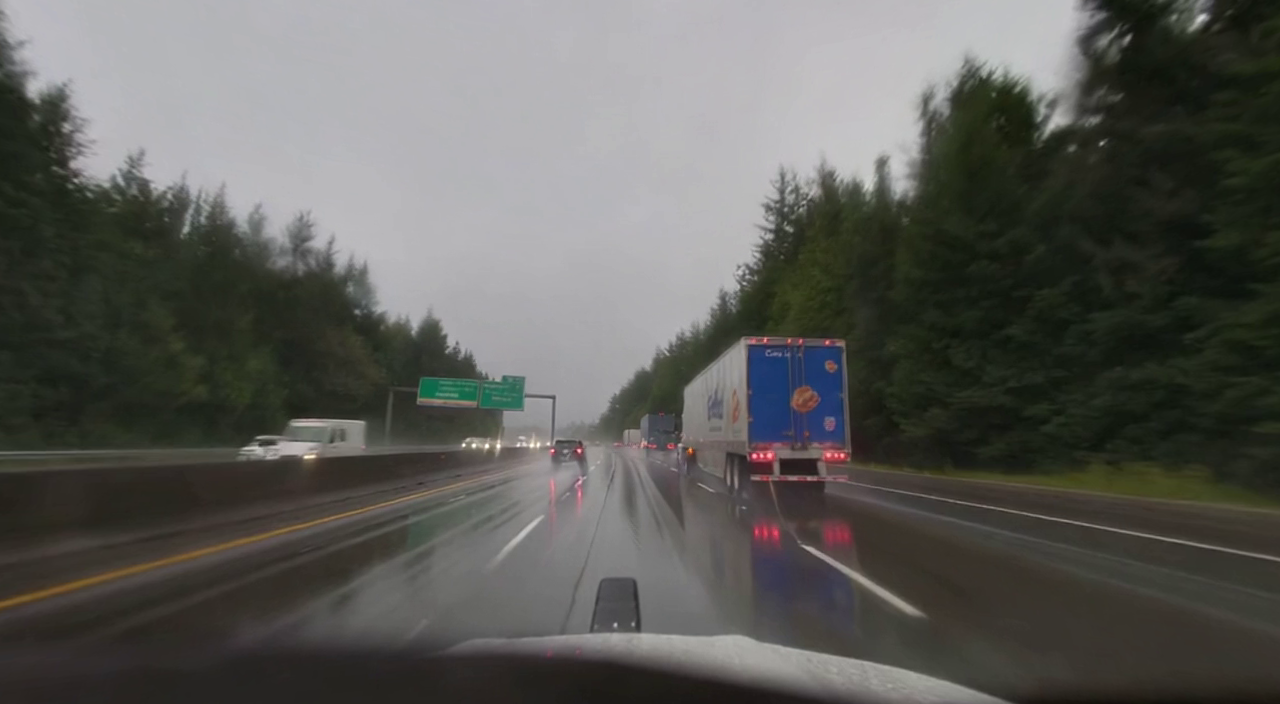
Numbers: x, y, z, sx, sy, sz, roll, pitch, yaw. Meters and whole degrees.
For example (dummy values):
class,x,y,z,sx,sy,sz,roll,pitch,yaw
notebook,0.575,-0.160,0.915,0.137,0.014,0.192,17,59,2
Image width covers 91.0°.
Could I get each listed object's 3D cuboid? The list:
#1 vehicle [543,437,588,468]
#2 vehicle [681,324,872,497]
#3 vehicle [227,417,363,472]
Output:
class,x,y,z,sx,sy,sz,roll,pitch,yaw
vehicle,-4.224,5.738,36.268,2.206,1.644,4.027,0,-8,-2
vehicle,3.599,2.256,21.249,2.948,4.045,13.051,0,-8,-3
vehicle,-12.797,3.504,23.899,2.067,1.825,5.662,0,-8,-1
